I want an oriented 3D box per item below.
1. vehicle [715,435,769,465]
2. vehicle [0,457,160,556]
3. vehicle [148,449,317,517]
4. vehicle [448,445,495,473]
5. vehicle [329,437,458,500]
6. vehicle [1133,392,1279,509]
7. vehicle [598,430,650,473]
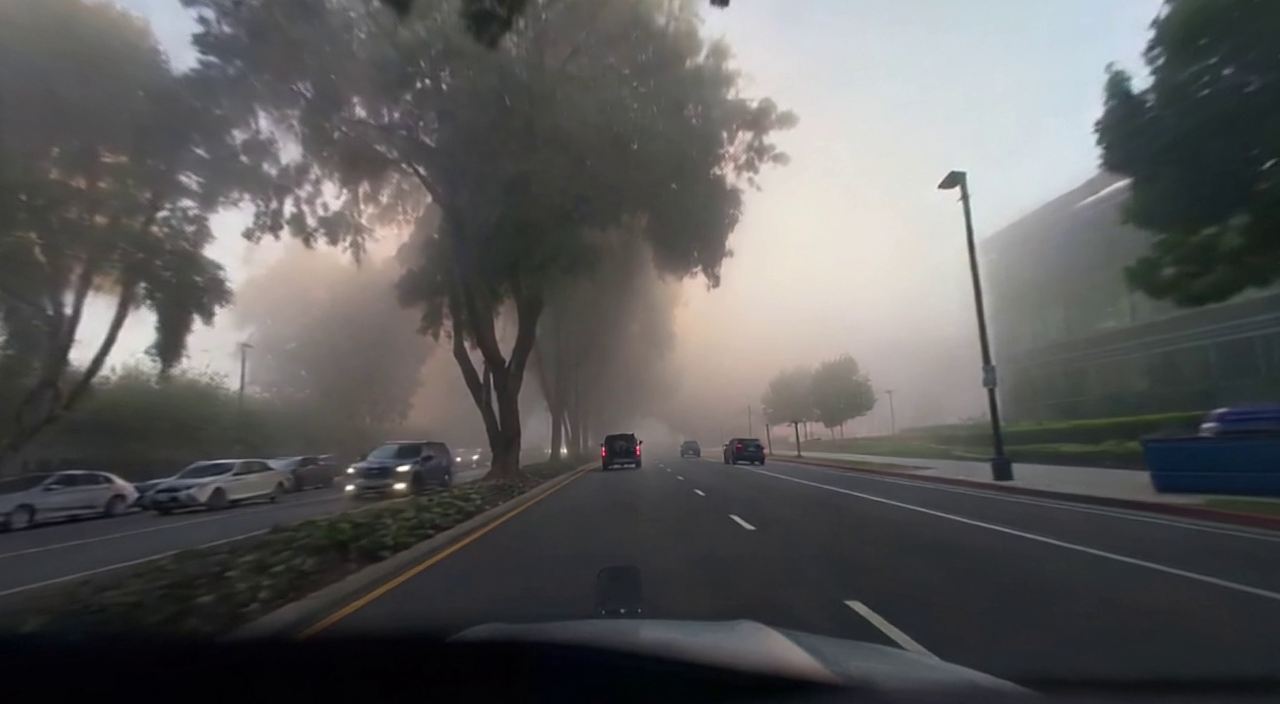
[{"bbox_3d":[6.245,6.079,39.312,2.364,1.781,4.854,0,-8,-2],"label":"vehicle"},{"bbox_3d":[-11.473,2.696,11.295,2.107,1.524,4.697,0,-8,0],"label":"vehicle"},{"bbox_3d":[-11.256,3.601,17.884,2.025,1.651,4.097,0,-8,-1],"label":"vehicle"},{"bbox_3d":[-11.692,7.418,44.198,2.042,1.822,4.913,0,-8,-1],"label":"vehicle"},{"bbox_3d":[-8.096,3.848,21.448,2.184,1.824,5.418,0,-8,0],"label":"vehicle"},{"bbox_3d":[11.308,1.512,10.028,4.932,1.738,2.080,-4,-9,20],"label":"vehicle"},{"bbox_3d":[-0.789,4.991,31.914,2.411,1.937,5.186,0,-8,-1],"label":"vehicle"}]
